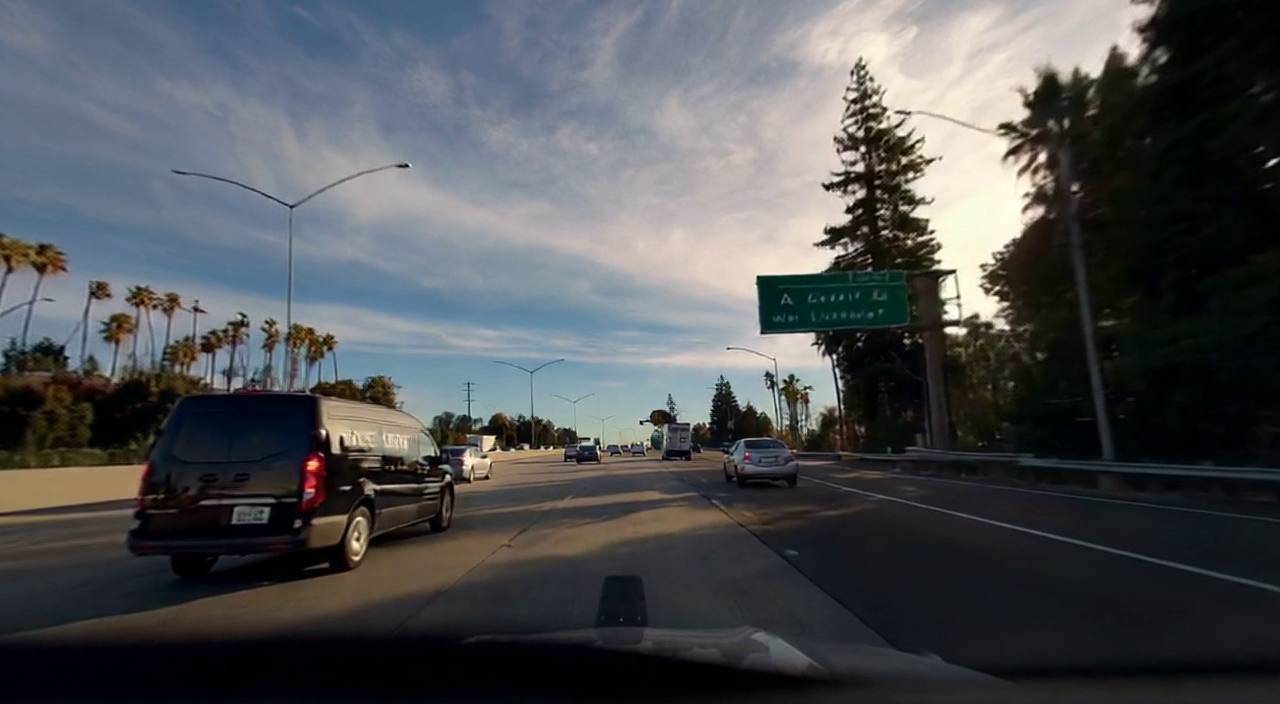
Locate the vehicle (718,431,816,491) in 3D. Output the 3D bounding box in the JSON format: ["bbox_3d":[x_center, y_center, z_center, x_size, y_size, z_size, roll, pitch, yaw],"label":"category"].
[{"bbox_3d":[3.876,3.434,20.117,2.124,1.674,4.494,0,-9,-1],"label":"vehicle"}]

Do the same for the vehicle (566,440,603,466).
[{"bbox_3d":[-3.671,6.775,42.322,2.017,1.683,4.094,0,-9,1],"label":"vehicle"}]

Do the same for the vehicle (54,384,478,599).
[{"bbox_3d":[-3.953,1.613,8.234,2.215,1.859,5.375,0,-9,0],"label":"vehicle"}]
